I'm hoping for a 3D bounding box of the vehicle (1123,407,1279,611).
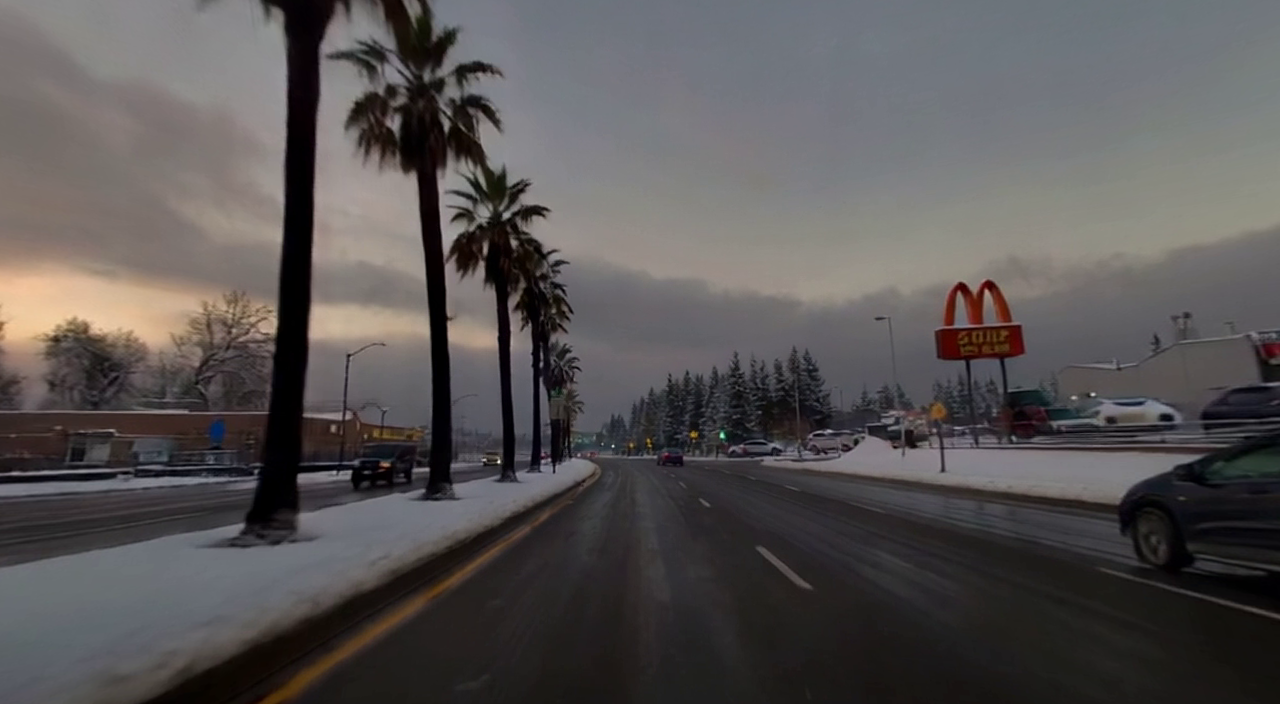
[{"bbox_3d":[6.422,1.230,4.743,2.124,1.687,4.266,0,-8,-1],"label":"vehicle"}]

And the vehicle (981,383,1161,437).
[{"bbox_3d":[18.051,2.491,26.671,5.817,1.906,2.230,-2,-12,0],"label":"vehicle"}]

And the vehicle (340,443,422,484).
[{"bbox_3d":[-13.186,5.683,32.513,2.210,1.889,4.934,0,-8,-2],"label":"vehicle"}]

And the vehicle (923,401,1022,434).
[{"bbox_3d":[18.057,3.561,34.414,4.237,1.573,2.011,-2,-6,-1],"label":"vehicle"}]
